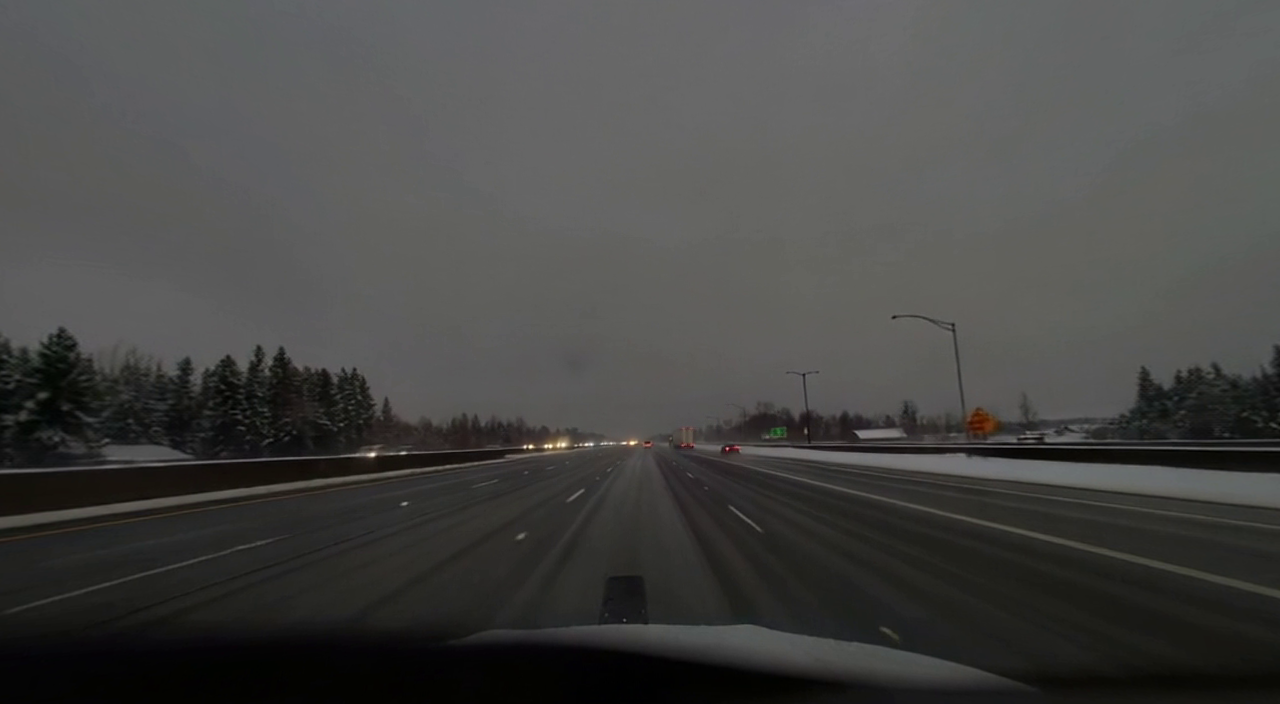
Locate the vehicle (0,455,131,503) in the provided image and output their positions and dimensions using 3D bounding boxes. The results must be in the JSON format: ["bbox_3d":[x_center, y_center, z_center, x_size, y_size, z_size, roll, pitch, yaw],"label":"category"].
[{"bbox_3d":[-22.178,4.710,23.826,1.909,1.536,4.882,0,-8,-1],"label":"vehicle"}]

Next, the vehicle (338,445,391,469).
[{"bbox_3d":[-20.722,7.917,47.594,1.929,1.688,4.519,0,-8,0],"label":"vehicle"}]
